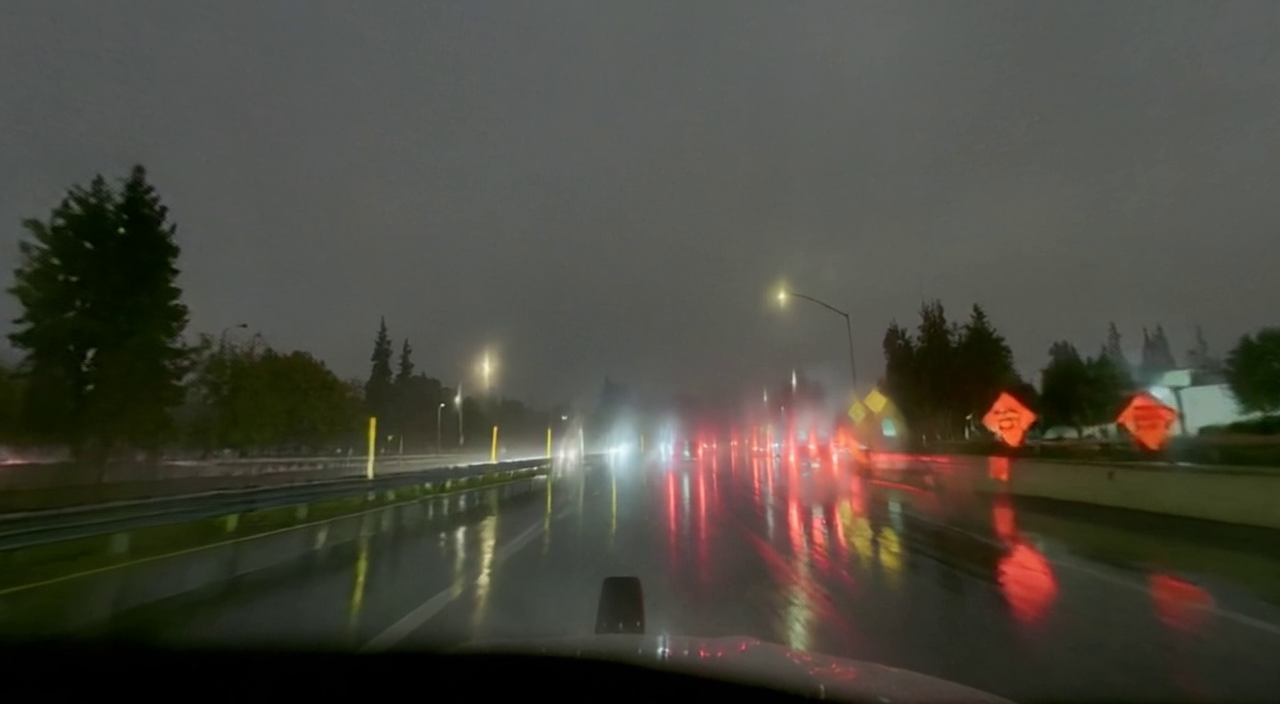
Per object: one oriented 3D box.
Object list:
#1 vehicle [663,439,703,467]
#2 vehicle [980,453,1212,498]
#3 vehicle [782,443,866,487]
[{"bbox_3d":[2.796,6.430,40.430,2.201,1.676,4.541,-1,-9,8],"label":"vehicle"},{"bbox_3d":[12.186,3.326,17.472,3.503,1.020,4.269,-1,-9,7],"label":"vehicle"},{"bbox_3d":[6.706,4.147,23.467,2.044,1.474,4.083,-1,-8,3],"label":"vehicle"}]
